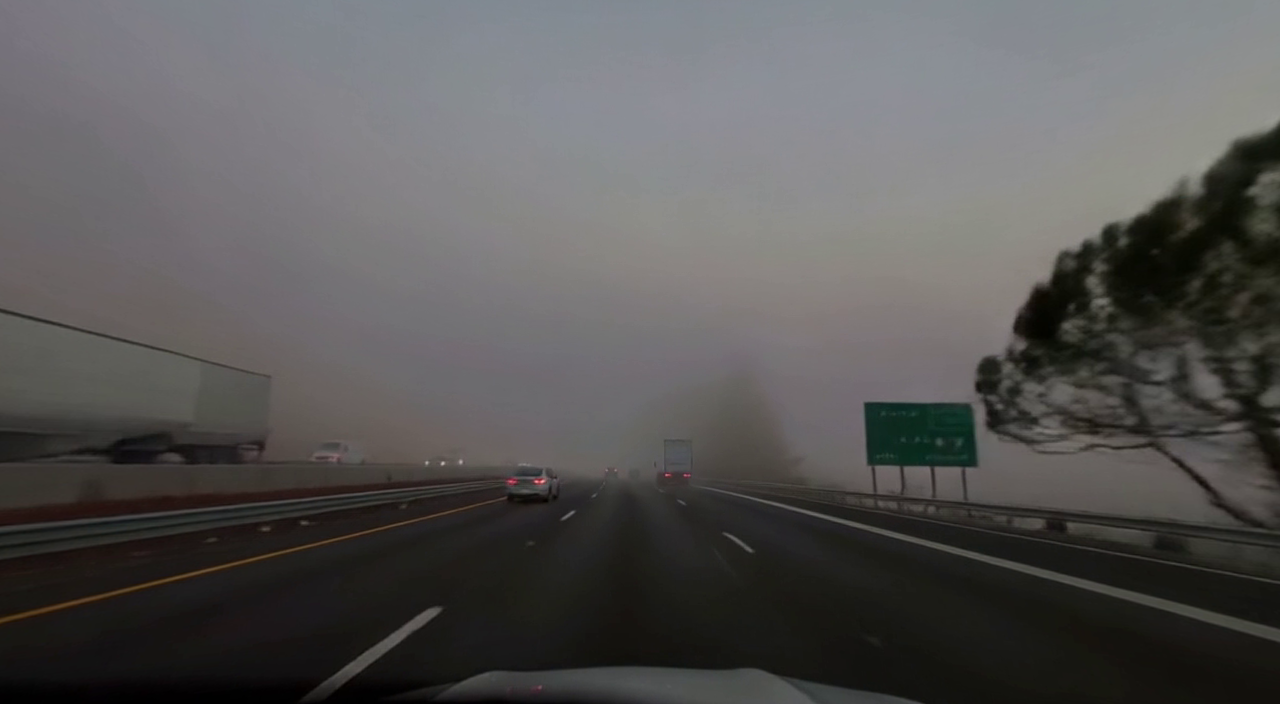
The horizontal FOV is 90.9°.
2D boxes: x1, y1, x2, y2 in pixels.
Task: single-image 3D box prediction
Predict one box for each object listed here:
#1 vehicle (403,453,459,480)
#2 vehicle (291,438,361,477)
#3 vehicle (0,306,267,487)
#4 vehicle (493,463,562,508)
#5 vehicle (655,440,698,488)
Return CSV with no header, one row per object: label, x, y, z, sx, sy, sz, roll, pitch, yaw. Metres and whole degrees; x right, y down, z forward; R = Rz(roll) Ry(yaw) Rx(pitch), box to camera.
vehicle,-12.210,6.769,37.044,1.874,1.446,4.444,1,-11,-2
vehicle,-22.337,7.618,45.157,2.275,2.518,5.911,2,-11,-5
vehicle,-15.705,1.549,17.062,2.800,3.967,14.034,1,-11,-1
vehicle,-4.031,4.865,23.202,1.868,1.485,3.770,1,-11,-1
vehicle,2.785,8.911,49.915,2.738,3.456,7.520,1,-11,-2
